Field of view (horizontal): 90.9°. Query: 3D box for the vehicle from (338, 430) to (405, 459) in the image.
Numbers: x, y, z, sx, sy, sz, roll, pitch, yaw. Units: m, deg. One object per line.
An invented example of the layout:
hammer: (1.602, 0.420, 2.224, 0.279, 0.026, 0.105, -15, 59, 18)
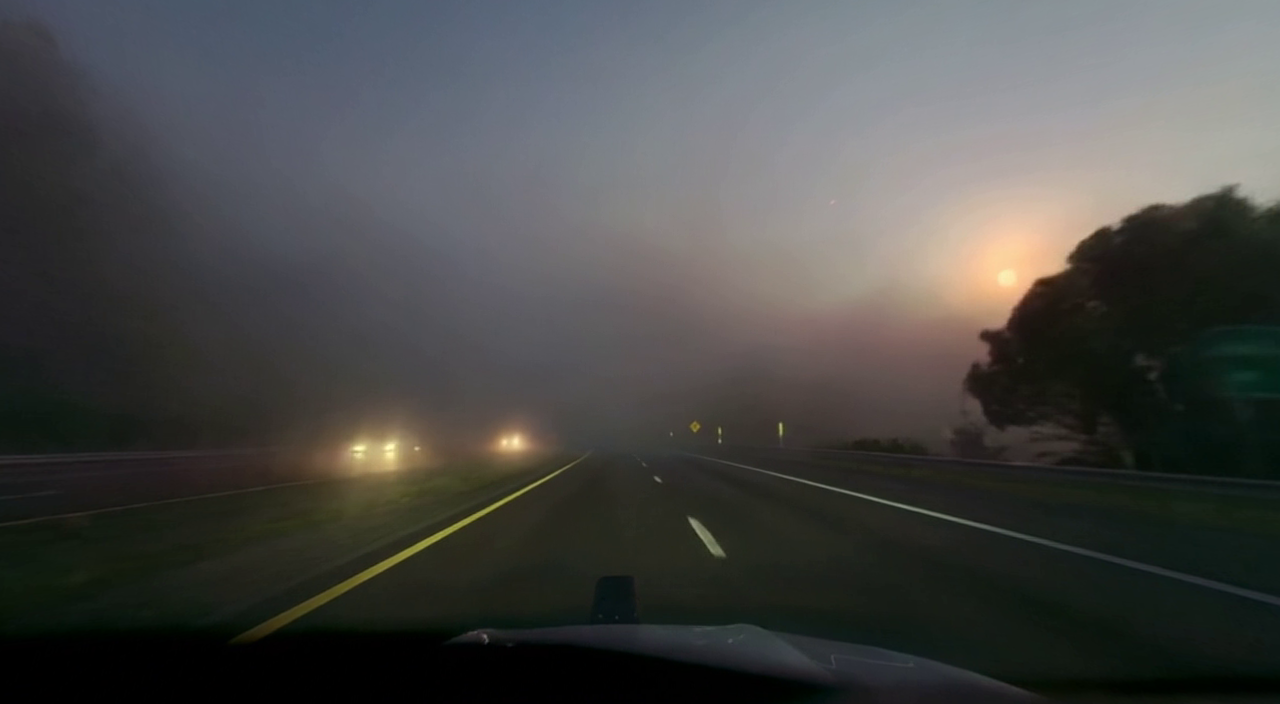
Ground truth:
vehicle: (-14.795, 5.104, 34.979, 1.833, 1.495, 4.497, 0, -8, -2)
